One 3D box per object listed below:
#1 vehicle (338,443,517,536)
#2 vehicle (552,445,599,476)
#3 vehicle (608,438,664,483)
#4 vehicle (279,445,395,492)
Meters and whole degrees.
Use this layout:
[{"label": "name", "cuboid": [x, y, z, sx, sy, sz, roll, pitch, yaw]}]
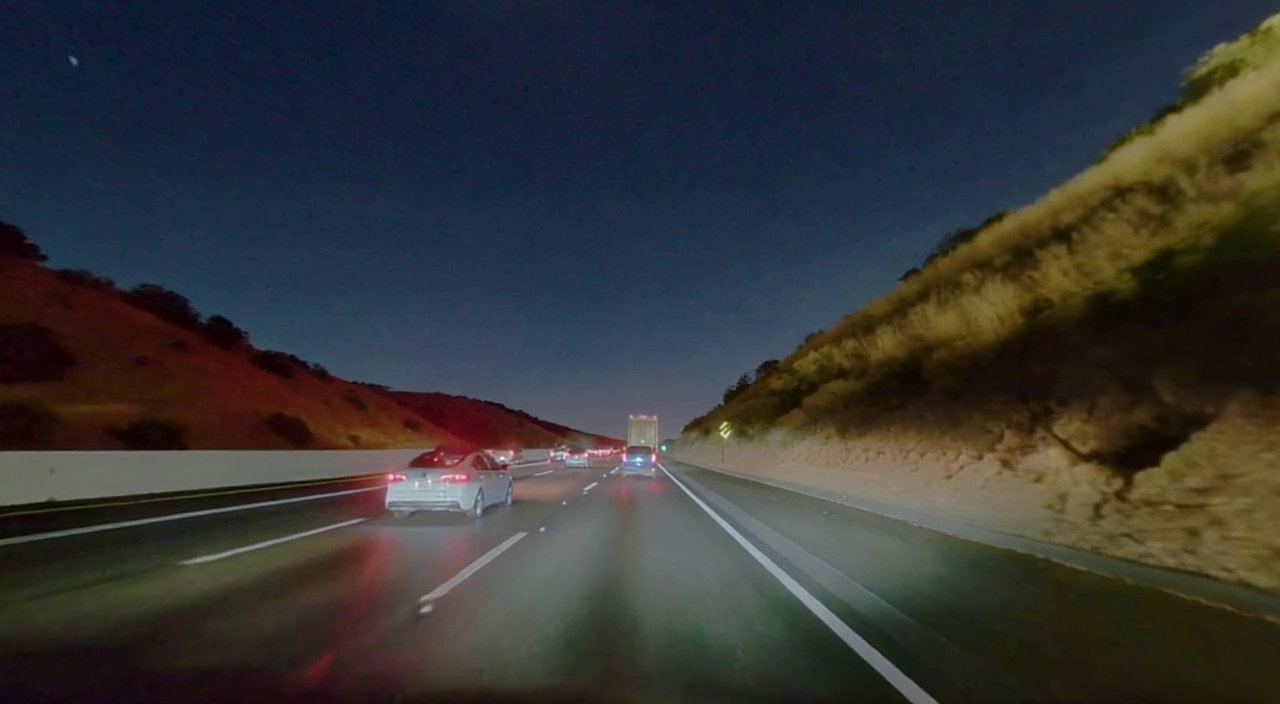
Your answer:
[{"label": "vehicle", "cuboid": [-3.931, 2.598, 12.609, 1.943, 1.468, 4.547, 0, -9, 1]}, {"label": "vehicle", "cuboid": [-3.650, 6.254, 36.636, 2.155, 1.661, 4.477, 0, -9, 1]}, {"label": "vehicle", "cuboid": [-0.166, 4.790, 28.001, 2.281, 1.795, 4.297, 1, -9, 0]}, {"label": "vehicle", "cuboid": [-10.931, 4.207, 23.155, 1.950, 1.507, 4.527, 0, -9, 1]}]
